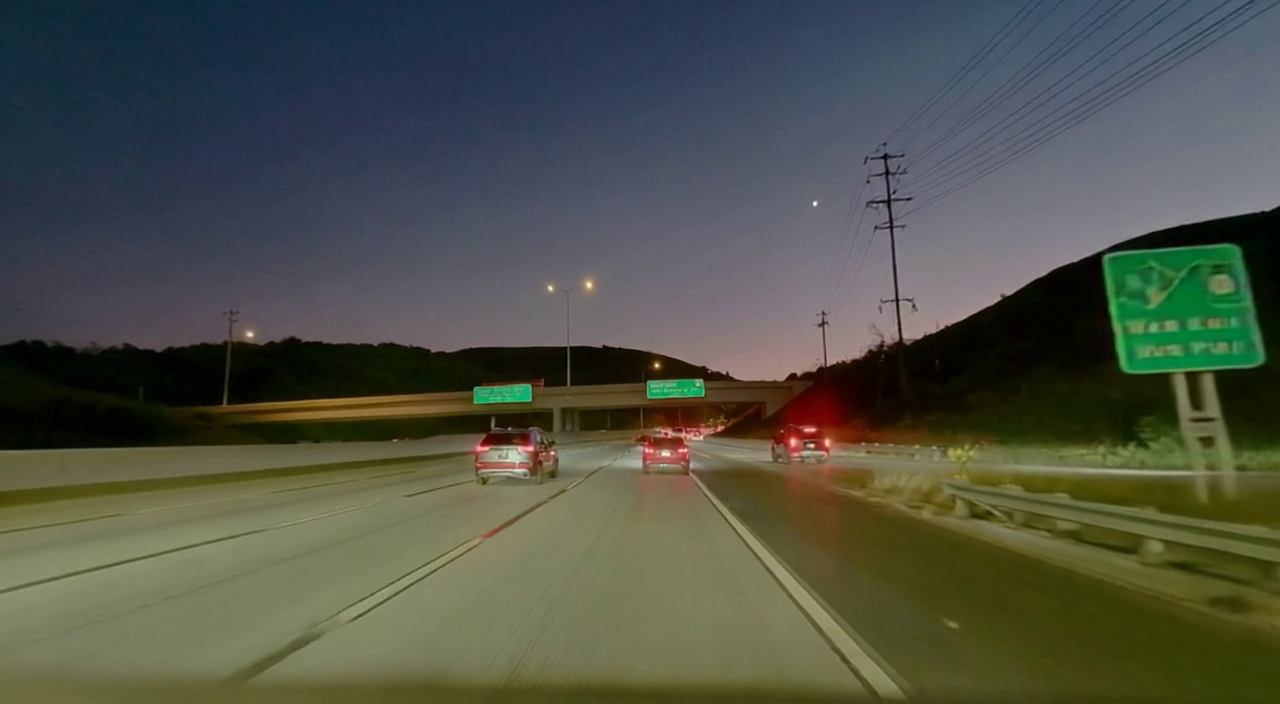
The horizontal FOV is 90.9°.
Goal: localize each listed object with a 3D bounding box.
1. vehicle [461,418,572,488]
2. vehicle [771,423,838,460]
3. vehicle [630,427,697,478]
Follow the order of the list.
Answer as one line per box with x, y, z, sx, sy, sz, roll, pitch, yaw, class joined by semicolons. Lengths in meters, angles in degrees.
-3.572;3.075;19.365;2.228;1.845;4.847;-1;-8;2;vehicle
12.307;6.806;47.933;2.571;2.571;6.876;1;-8;-6;vehicle
0.807;3.588;22.626;2.193;1.651;3.946;-1;-8;1;vehicle
